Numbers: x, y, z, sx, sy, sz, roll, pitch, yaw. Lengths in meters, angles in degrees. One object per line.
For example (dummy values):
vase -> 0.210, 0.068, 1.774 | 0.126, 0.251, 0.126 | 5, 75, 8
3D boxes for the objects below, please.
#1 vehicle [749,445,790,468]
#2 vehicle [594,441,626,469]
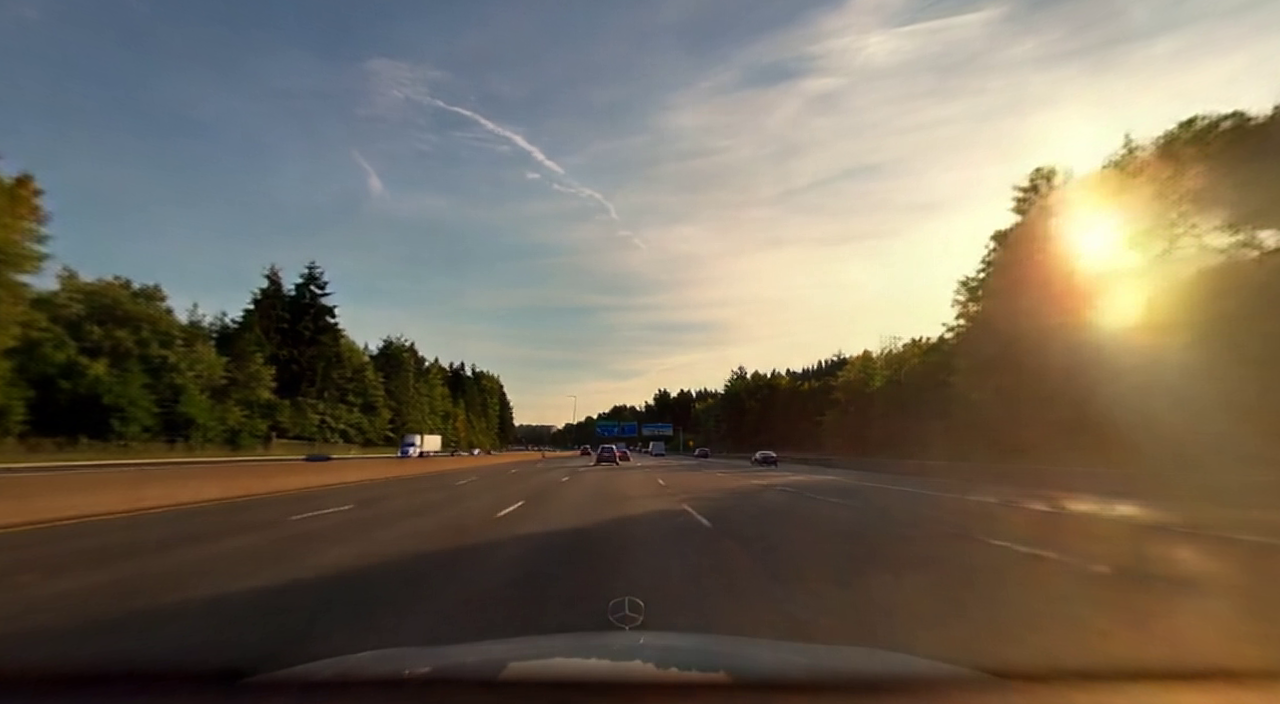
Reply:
vehicle -> 9.646, 7.822, 47.194 | 1.989, 1.591, 4.348 | 0, -9, -3
vehicle -> -2.132, 7.330, 44.997 | 2.167, 1.847, 4.097 | 0, -9, -3
